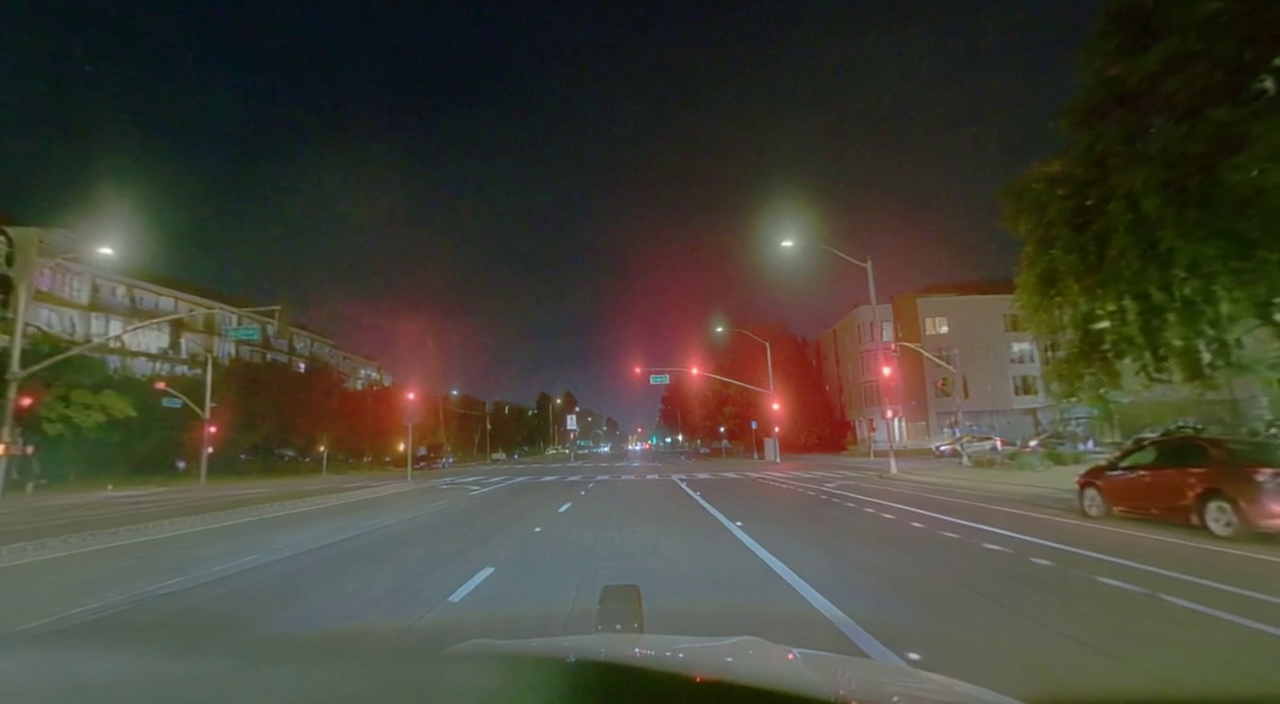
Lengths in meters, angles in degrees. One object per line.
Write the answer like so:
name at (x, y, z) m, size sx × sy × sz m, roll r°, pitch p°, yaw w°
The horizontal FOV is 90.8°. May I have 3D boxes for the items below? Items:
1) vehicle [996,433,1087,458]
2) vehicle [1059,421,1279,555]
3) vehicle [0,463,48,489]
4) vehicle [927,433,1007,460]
vehicle at (27.282, 6.355, 43.016) m, size 4.910 × 1.644 × 2.032 m, roll 1°, pitch -9°, yaw -5°
vehicle at (8.162, 1.774, 8.739) m, size 1.943 × 1.485 × 3.984 m, roll 0°, pitch -9°, yaw 0°
vehicle at (-48.888, 9.612, 49.080) m, size 1.805 × 1.823 × 3.876 m, roll 0°, pitch -9°, yaw 1°
vehicle at (22.009, 6.355, 42.557) m, size 4.323 × 1.746 × 1.872 m, roll 0°, pitch -9°, yaw -3°
